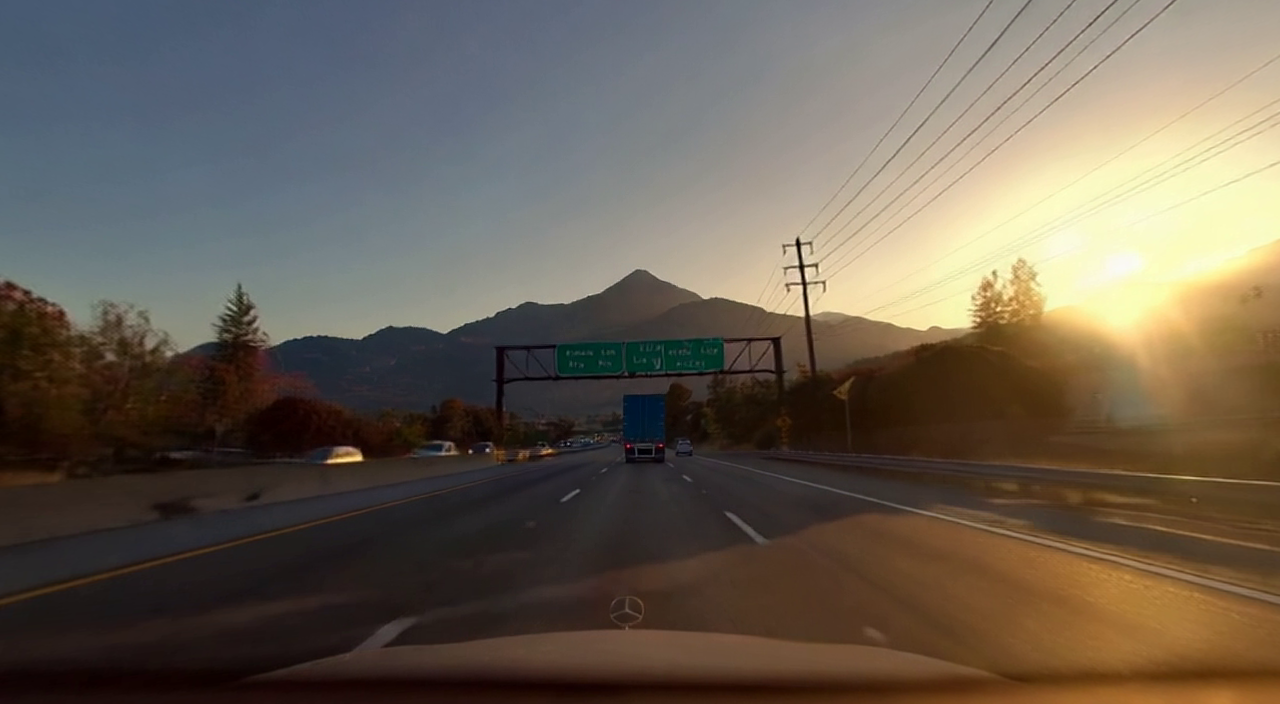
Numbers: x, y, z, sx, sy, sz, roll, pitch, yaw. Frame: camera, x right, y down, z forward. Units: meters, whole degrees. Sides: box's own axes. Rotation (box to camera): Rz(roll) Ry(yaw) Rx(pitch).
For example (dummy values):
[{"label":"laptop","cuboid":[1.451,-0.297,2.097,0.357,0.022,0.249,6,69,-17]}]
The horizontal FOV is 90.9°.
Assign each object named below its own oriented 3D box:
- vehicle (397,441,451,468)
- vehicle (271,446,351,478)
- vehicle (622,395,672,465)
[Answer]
[{"label":"vehicle","cuboid":[-15.811,7.510,46.414,2.107,1.872,5.115,0,-8,1]},{"label":"vehicle","cuboid":[-19.699,6.547,37.971,2.178,1.774,4.795,0,-8,0]},{"label":"vehicle","cuboid":[0.332,5.404,42.765,2.919,4.101,11.541,0,-8,-1]}]
